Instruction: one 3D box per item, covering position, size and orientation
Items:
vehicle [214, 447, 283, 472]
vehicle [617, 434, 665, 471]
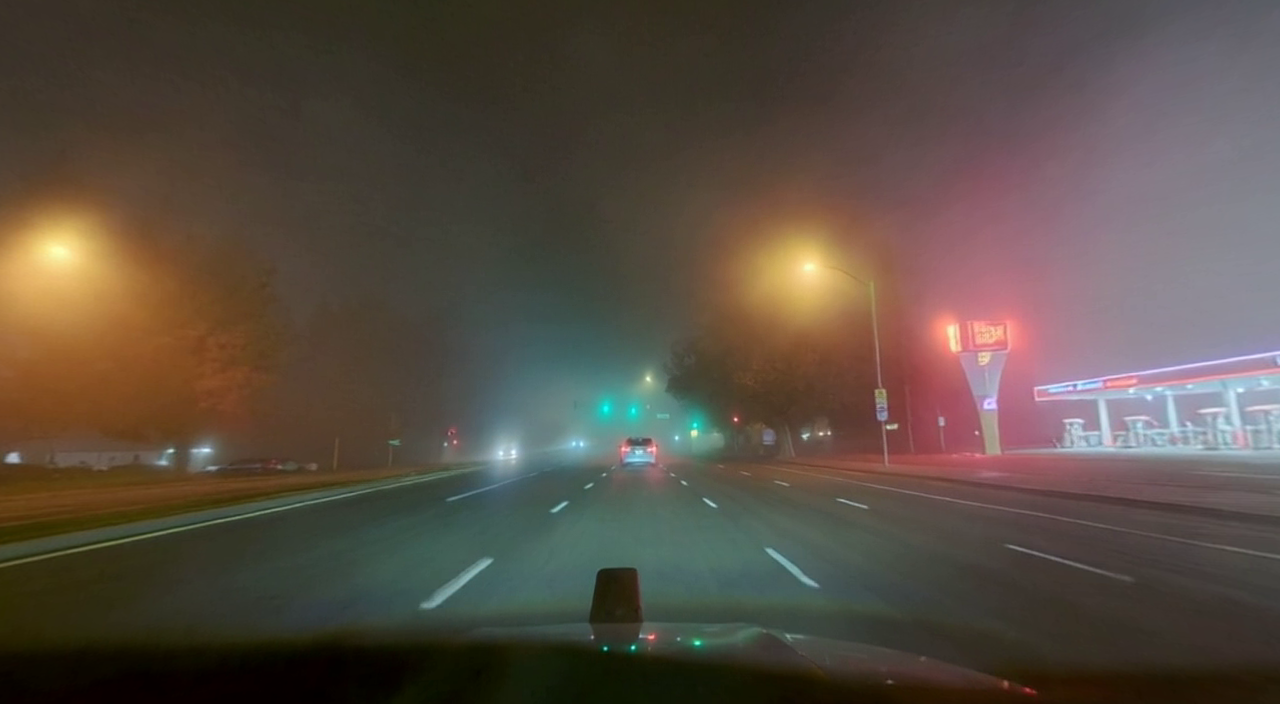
[{"bbox_3d":[-28.353,7.750,45.539,4.662,1.677,2.026,-4,-9,27],"label":"vehicle"},{"bbox_3d":[0.023,5.015,31.505,2.213,1.715,4.242,0,-8,-1],"label":"vehicle"}]
